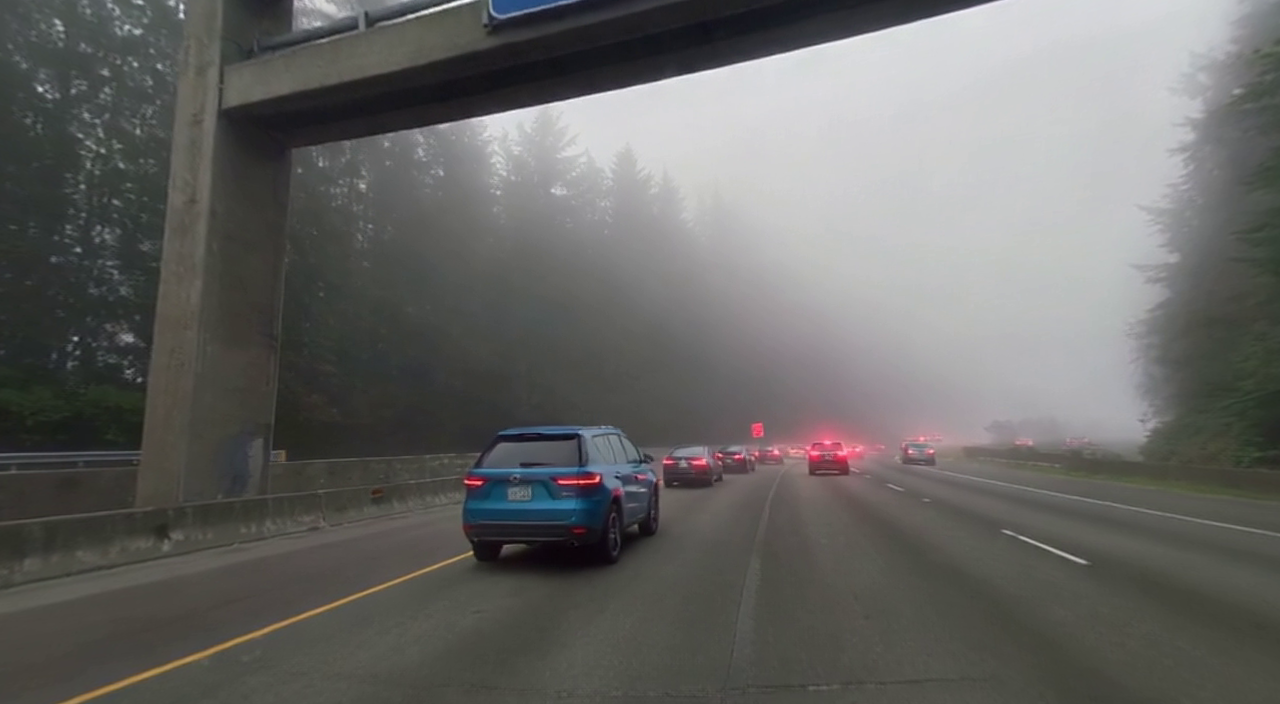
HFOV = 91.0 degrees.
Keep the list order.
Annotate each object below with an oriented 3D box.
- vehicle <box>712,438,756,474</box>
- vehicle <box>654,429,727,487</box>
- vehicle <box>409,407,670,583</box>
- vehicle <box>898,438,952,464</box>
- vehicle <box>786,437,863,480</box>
[{"bbox_3d":[4.181,4.548,27.717,1.755,1.457,3.686,-2,-8,9],"label":"vehicle"},{"bbox_3d":[1.693,3.338,20.072,2.017,1.662,3.543,-1,-8,9],"label":"vehicle"},{"bbox_3d":[-0.919,1.658,8.163,2.021,1.635,4.085,-2,-8,11],"label":"vehicle"},{"bbox_3d":[17.475,6.085,38.835,1.990,1.478,4.475,-2,-8,10],"label":"vehicle"},{"bbox_3d":[6.865,3.990,23.922,1.962,1.442,4.536,-1,-8,6],"label":"vehicle"}]
